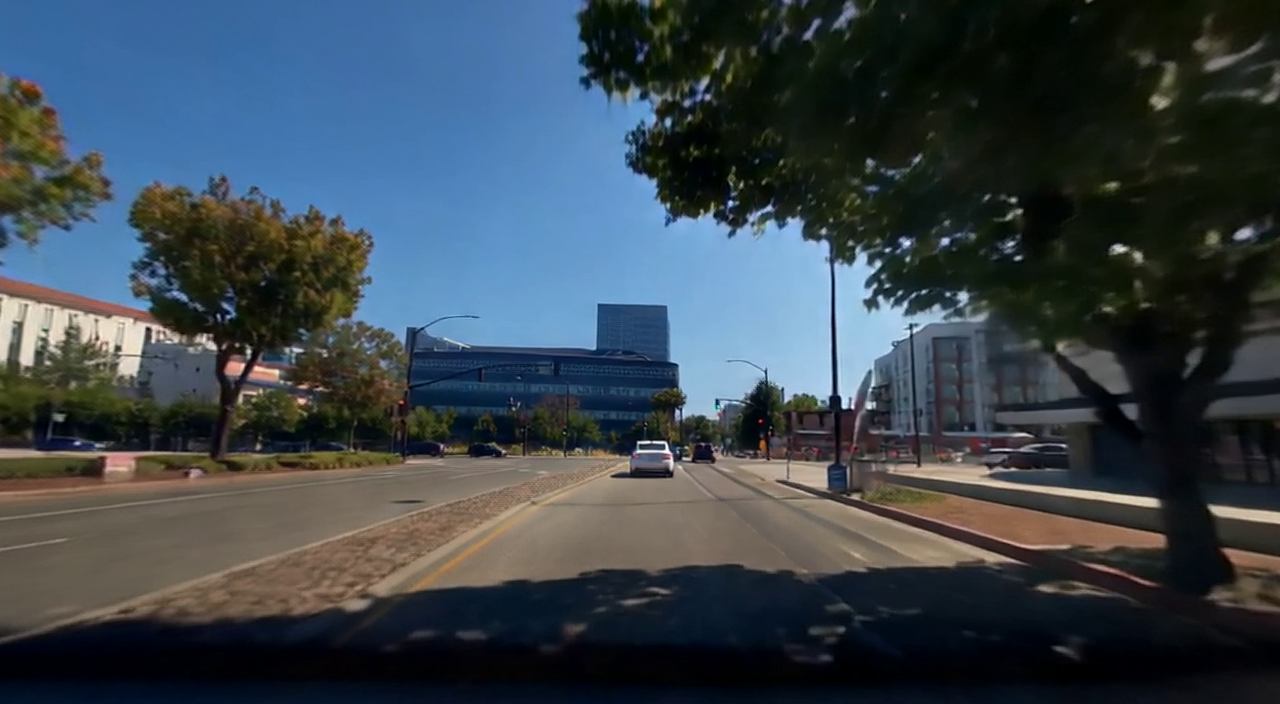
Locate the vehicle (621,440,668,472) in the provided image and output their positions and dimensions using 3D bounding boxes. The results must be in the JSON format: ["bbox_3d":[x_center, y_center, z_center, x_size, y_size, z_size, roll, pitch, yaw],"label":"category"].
[{"bbox_3d":[0.307,5.255,32.021,2.173,1.479,4.264,-1,-9,4],"label":"vehicle"}]
